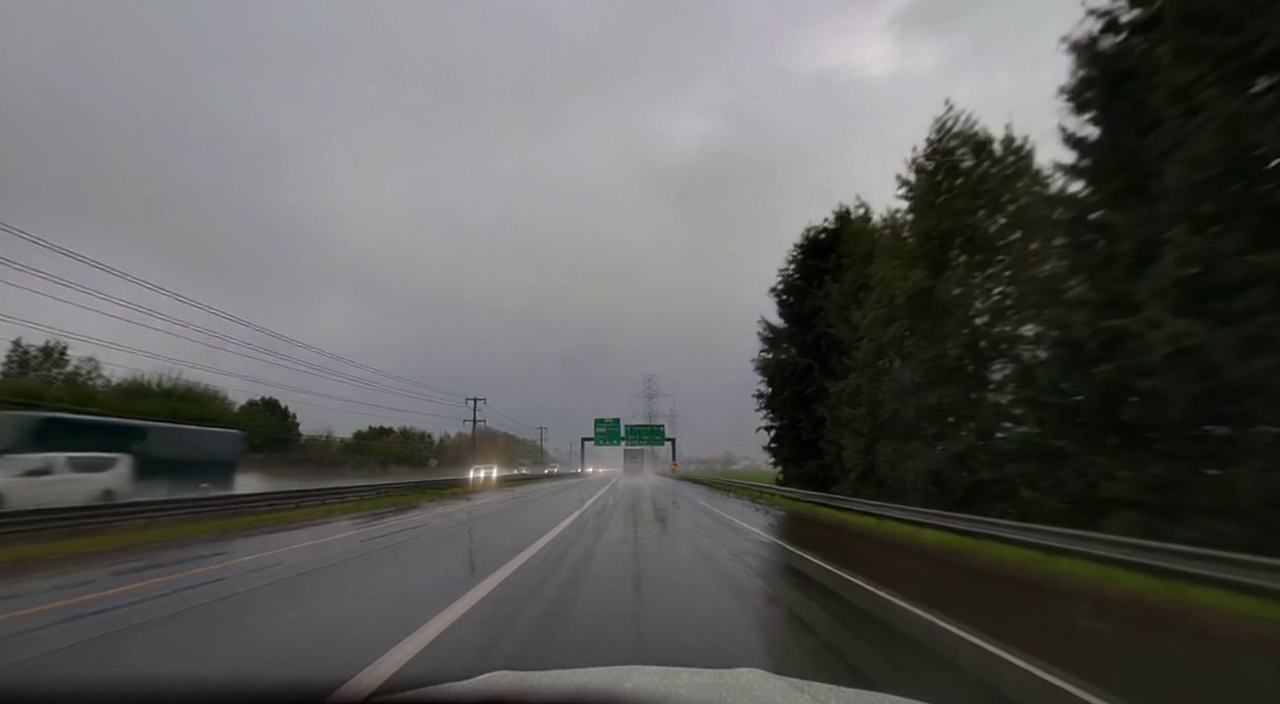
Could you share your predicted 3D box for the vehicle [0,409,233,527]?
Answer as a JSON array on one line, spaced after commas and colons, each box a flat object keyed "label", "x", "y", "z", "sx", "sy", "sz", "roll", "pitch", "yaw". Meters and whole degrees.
[{"label": "vehicle", "x": -16.525, "y": 3.585, "z": 19.570, "sx": 2.646, "sy": 2.925, "sz": 7.512, "roll": 1, "pitch": -11, "yaw": -1}]
